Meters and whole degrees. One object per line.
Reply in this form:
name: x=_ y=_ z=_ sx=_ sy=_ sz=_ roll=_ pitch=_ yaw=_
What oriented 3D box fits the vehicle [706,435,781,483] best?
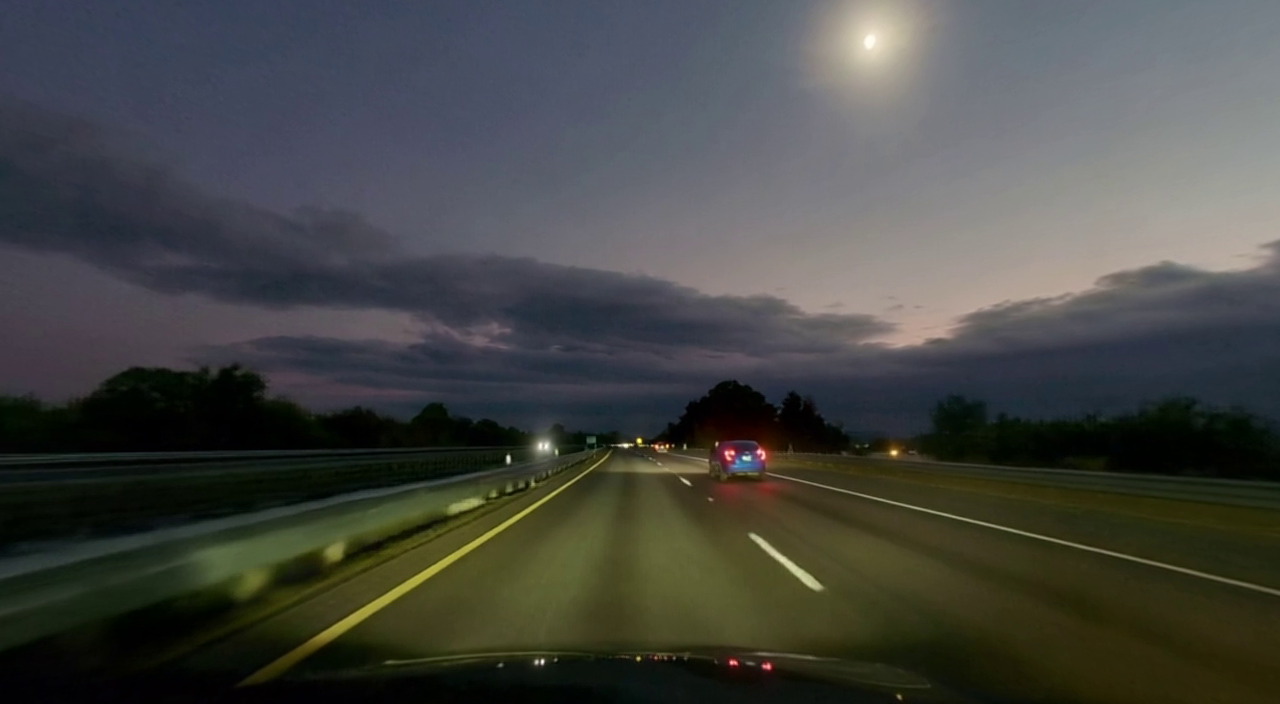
vehicle: x=3.498 y=3.679 z=21.904 sx=1.945 sy=1.538 sz=3.729 roll=0 pitch=-8 yaw=-1
